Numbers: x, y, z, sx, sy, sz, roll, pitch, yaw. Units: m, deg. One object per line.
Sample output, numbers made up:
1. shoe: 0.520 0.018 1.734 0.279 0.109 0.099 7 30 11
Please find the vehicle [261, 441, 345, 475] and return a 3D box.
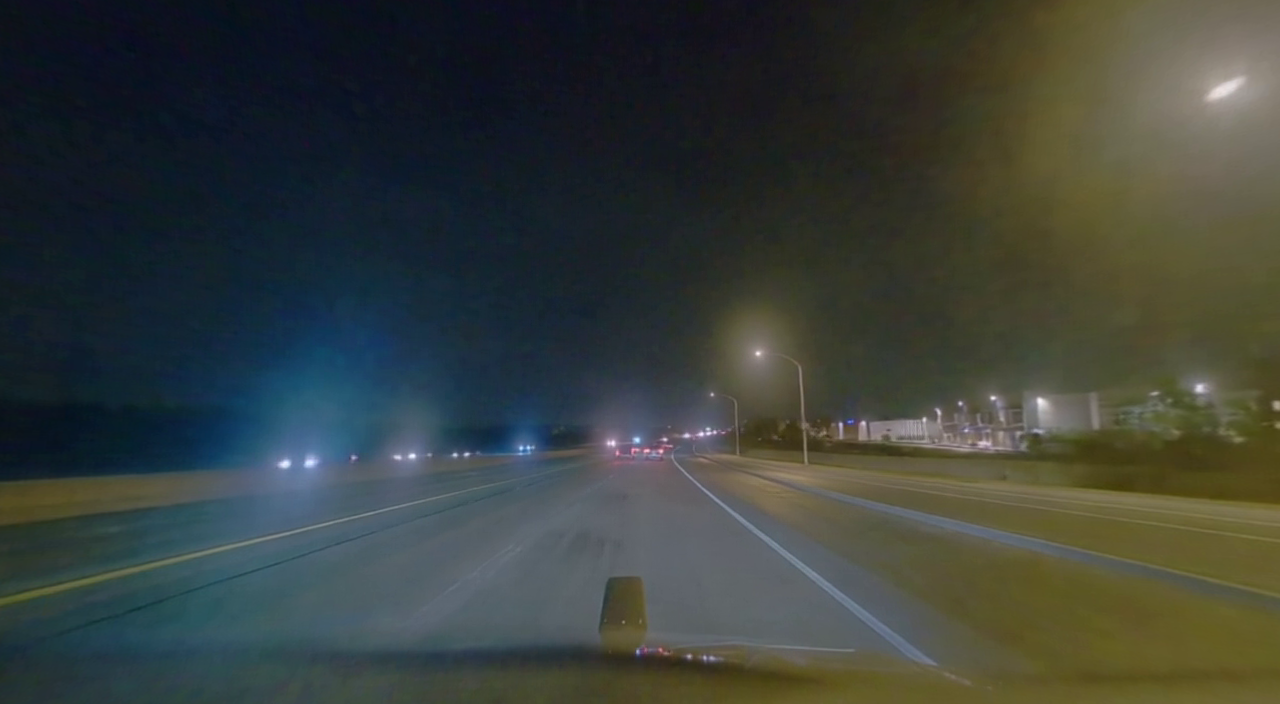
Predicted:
1. vehicle: -19.960 6.264 37.623 2.146 1.825 5.020 -1 -8 1
